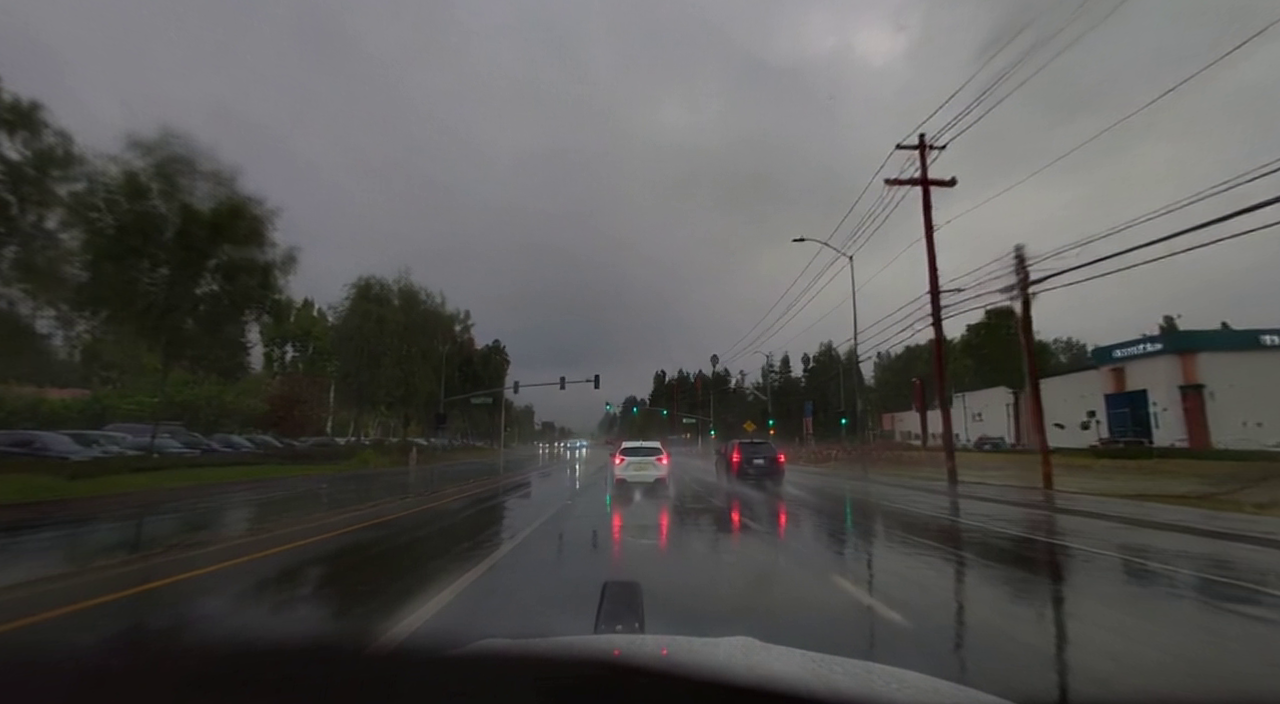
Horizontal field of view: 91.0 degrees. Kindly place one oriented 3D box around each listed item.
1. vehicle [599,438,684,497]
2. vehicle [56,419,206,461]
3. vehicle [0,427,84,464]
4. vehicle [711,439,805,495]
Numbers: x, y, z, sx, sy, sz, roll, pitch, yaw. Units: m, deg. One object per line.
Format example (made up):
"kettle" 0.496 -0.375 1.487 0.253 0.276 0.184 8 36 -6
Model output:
"vehicle" 0.009 3.226 17.921 2.144 1.473 4.028 0 -8 -1
"vehicle" -28.978 5.113 36.351 2.878 2.172 7.057 0 -9 -2
"vehicle" -28.364 4.258 28.571 1.908 1.553 4.979 1 -9 -4
"vehicle" 3.373 3.361 18.785 1.985 1.489 4.036 0 -9 -1
